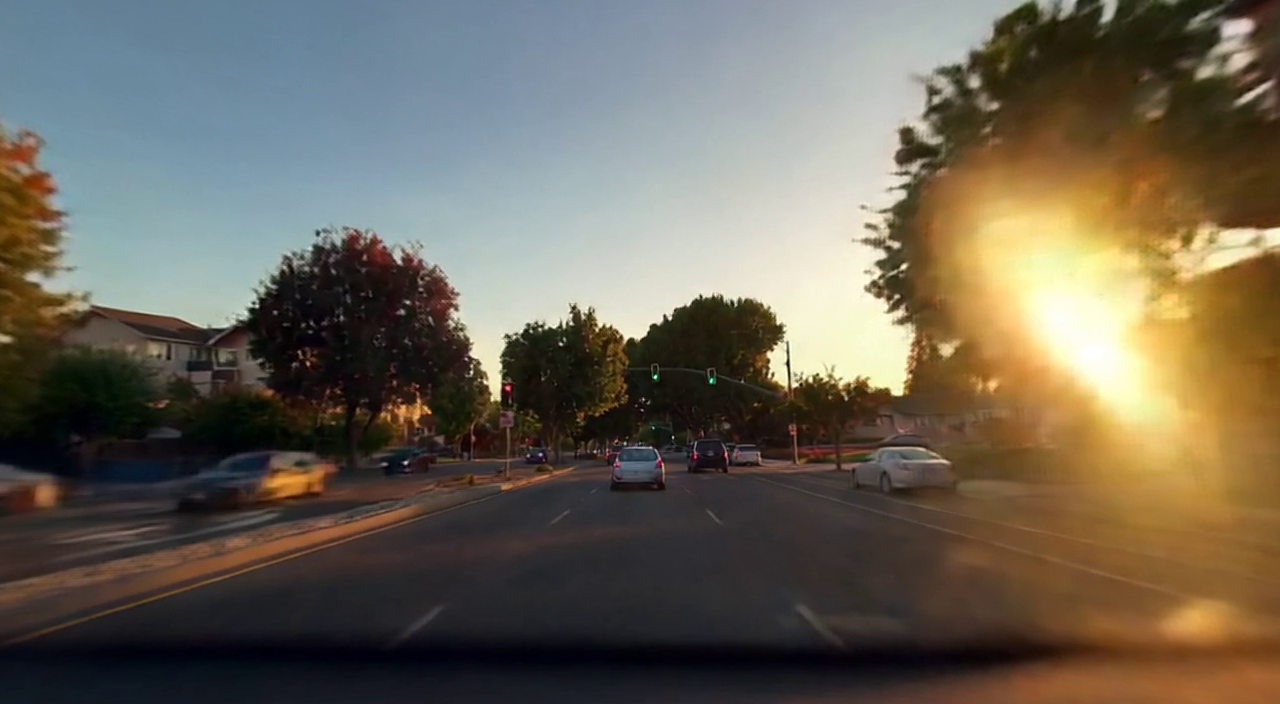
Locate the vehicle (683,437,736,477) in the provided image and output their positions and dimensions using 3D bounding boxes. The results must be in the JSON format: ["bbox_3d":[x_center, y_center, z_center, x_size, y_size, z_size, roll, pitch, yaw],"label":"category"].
[{"bbox_3d":[3.335,5.121,31.000,2.073,1.822,4.276,0,-8,0],"label":"vehicle"}]

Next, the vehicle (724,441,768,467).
[{"bbox_3d":[7.710,7.526,46.374,2.184,1.786,5.497,1,-9,-1],"label":"vehicle"}]

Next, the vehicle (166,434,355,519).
[{"bbox_3d":[-9.147,2.990,15.802,2.090,1.785,4.692,0,-8,-5],"label":"vehicle"}]

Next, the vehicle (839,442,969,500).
[{"bbox_3d":[7.612,3.445,18.749,1.980,1.497,4.345,0,-8,0],"label":"vehicle"}]

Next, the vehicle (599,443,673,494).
[{"bbox_3d":[-0.107,3.719,20.535,2.140,1.474,4.026,0,-8,0],"label":"vehicle"}]

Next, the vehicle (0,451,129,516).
[{"bbox_3d":[-18.157,3.850,18.945,1.866,1.699,4.347,0,-8,0],"label":"vehicle"}]

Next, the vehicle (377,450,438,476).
[{"bbox_3d":[-14.258,6.799,38.951,1.901,1.468,4.689,-1,-8,2],"label":"vehicle"}]
